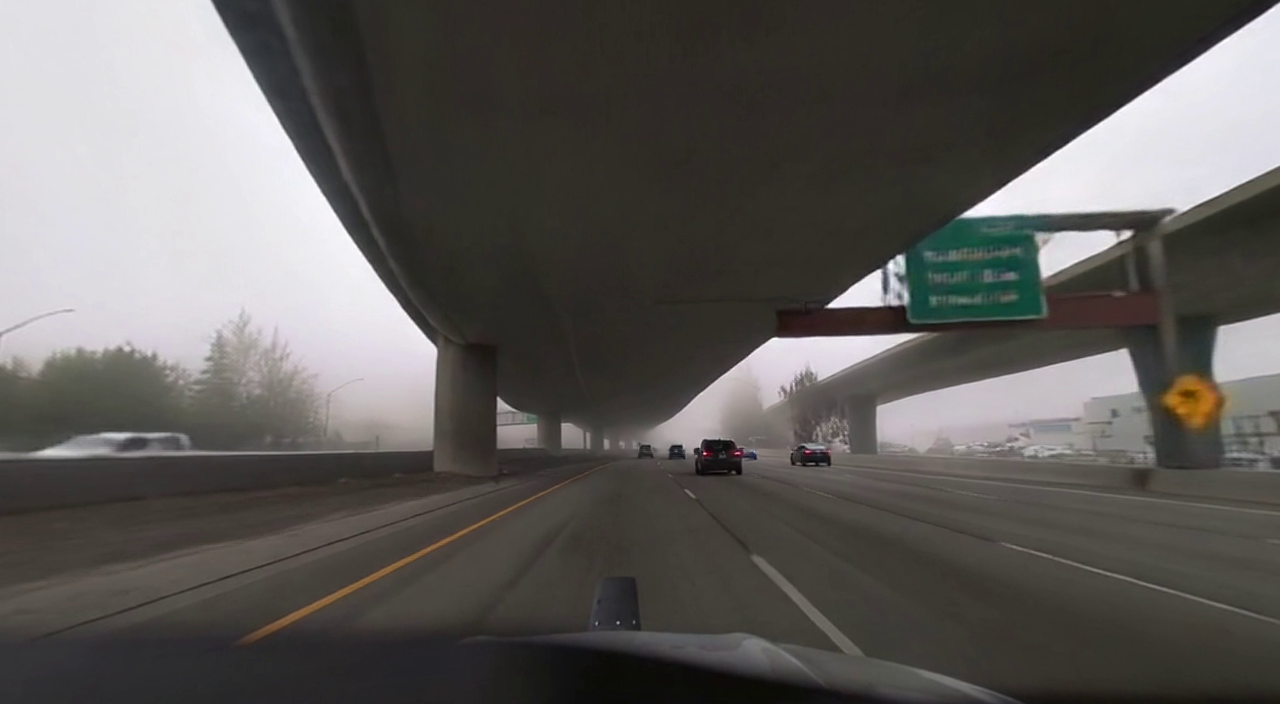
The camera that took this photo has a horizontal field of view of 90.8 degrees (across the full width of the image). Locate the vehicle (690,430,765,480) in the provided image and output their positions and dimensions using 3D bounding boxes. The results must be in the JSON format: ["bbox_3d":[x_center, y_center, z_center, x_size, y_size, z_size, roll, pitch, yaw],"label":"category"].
[{"bbox_3d":[3.322,4.064,25.150,2.226,1.779,4.835,0,-9,-1],"label":"vehicle"}]

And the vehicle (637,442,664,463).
[{"bbox_3d":[0.838,7.734,48.709,2.046,1.475,3.784,0,-9,2],"label":"vehicle"}]

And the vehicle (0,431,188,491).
[{"bbox_3d":[-20.144,3.959,23.316,2.145,1.895,6.330,0,-9,1],"label":"vehicle"}]
